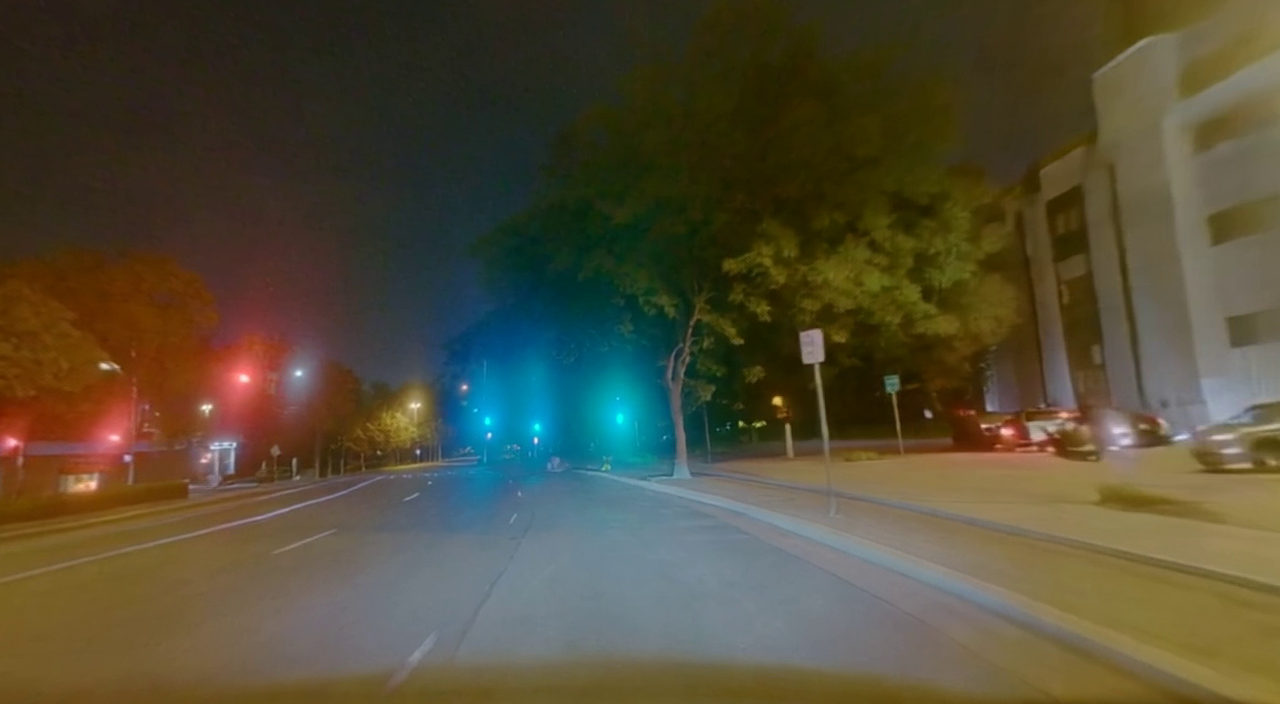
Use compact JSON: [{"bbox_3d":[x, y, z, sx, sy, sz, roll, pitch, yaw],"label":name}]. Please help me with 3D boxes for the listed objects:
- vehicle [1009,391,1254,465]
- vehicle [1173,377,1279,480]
[{"bbox_3d":[11.884,1.880,15.472,4.441,1.654,2.044,1,-9,-7],"label":"vehicle"},{"bbox_3d":[12.099,1.330,10.785,4.400,1.584,1.964,1,-9,-7],"label":"vehicle"}]
